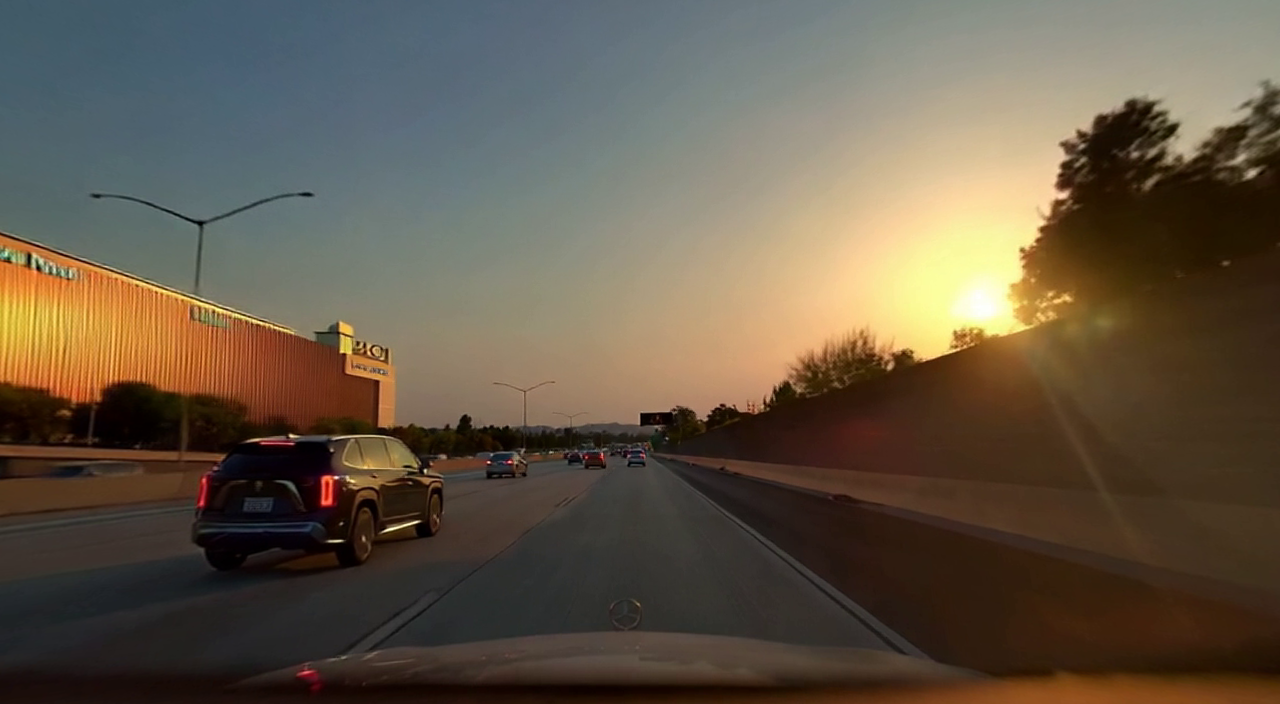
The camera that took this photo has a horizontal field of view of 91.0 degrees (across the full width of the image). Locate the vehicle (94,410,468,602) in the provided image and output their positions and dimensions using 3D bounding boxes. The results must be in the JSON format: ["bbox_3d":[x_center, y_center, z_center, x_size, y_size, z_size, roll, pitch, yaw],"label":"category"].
[{"bbox_3d":[-3.896,1.744,8.057,2.059,1.725,4.521,0,-9,1],"label":"vehicle"}]

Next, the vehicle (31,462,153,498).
[{"bbox_3d":[-27.982,6.528,32.421,1.981,1.585,4.761,0,-9,0],"label":"vehicle"}]

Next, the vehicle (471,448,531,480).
[{"bbox_3d":[-7.196,5.836,33.177,1.998,1.542,4.953,0,-9,1],"label":"vehicle"}]
